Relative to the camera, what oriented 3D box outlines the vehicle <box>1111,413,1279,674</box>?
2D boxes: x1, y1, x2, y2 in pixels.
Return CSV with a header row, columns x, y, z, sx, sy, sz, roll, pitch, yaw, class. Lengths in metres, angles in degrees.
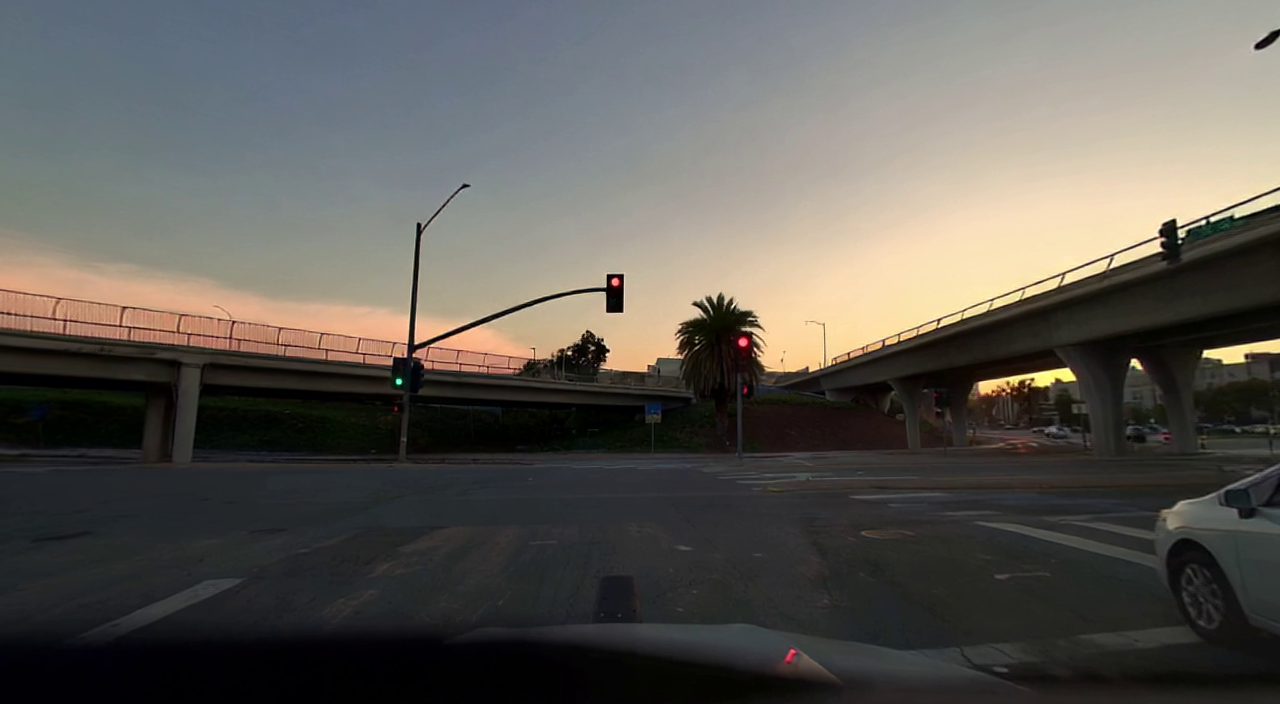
x,y,z,sx,sy,sz,roll,pitch,yaw,class
4.517,0.972,2.758,1.959,1.485,4.628,-2,-9,9,vehicle
